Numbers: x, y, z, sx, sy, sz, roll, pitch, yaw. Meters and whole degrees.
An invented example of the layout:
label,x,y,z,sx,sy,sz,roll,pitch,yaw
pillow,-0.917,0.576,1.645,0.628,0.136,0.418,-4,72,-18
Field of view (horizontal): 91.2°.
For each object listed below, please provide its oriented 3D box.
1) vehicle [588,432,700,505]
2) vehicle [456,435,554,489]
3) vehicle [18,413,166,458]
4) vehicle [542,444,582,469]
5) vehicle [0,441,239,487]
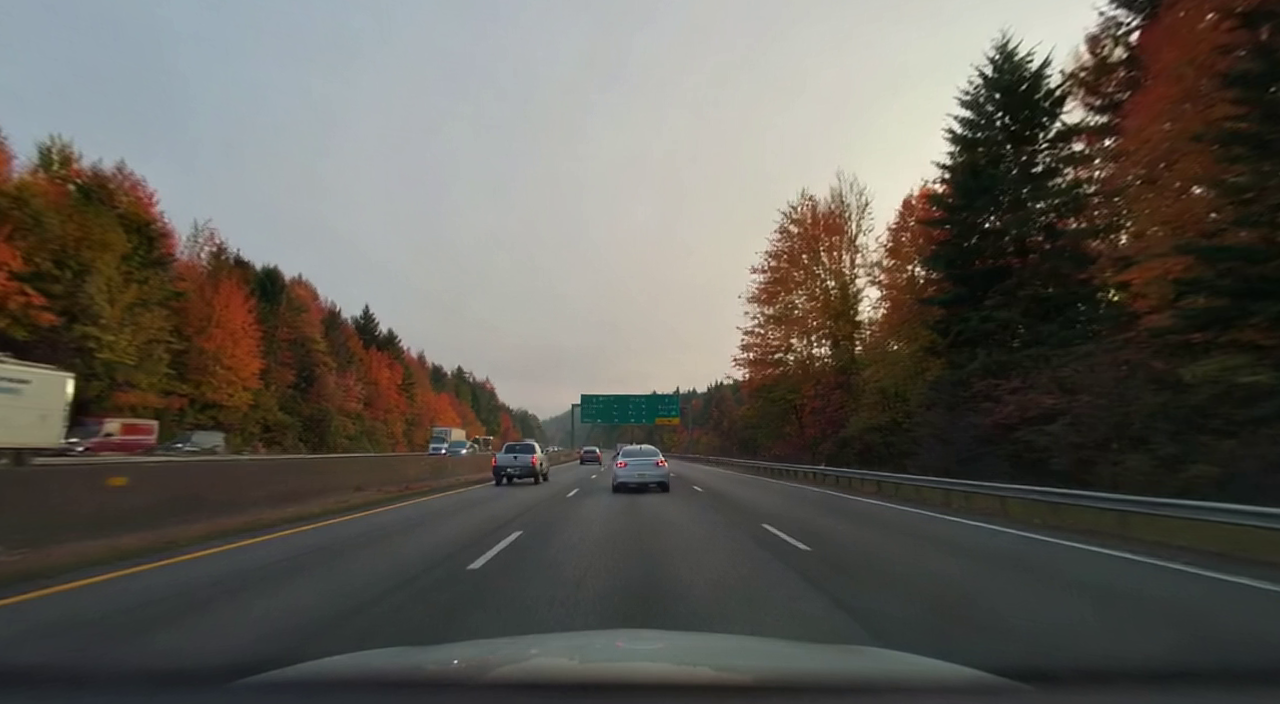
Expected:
label,x,y,z,sx,sy,sz,roll,pitch,yaw
vehicle,0.058,3.050,16.775,2.634,1.679,4.070,0,-9,-1
vehicle,-4.547,3.792,21.855,2.545,1.679,4.267,0,-9,-1
vehicle,-22.459,3.496,25.982,2.106,1.702,4.413,0,-9,0
vehicle,-5.038,6.821,41.054,2.173,1.561,4.130,0,-9,-1
vehicle,-22.561,4.566,26.125,2.781,1.486,14.211,0,-9,-1
